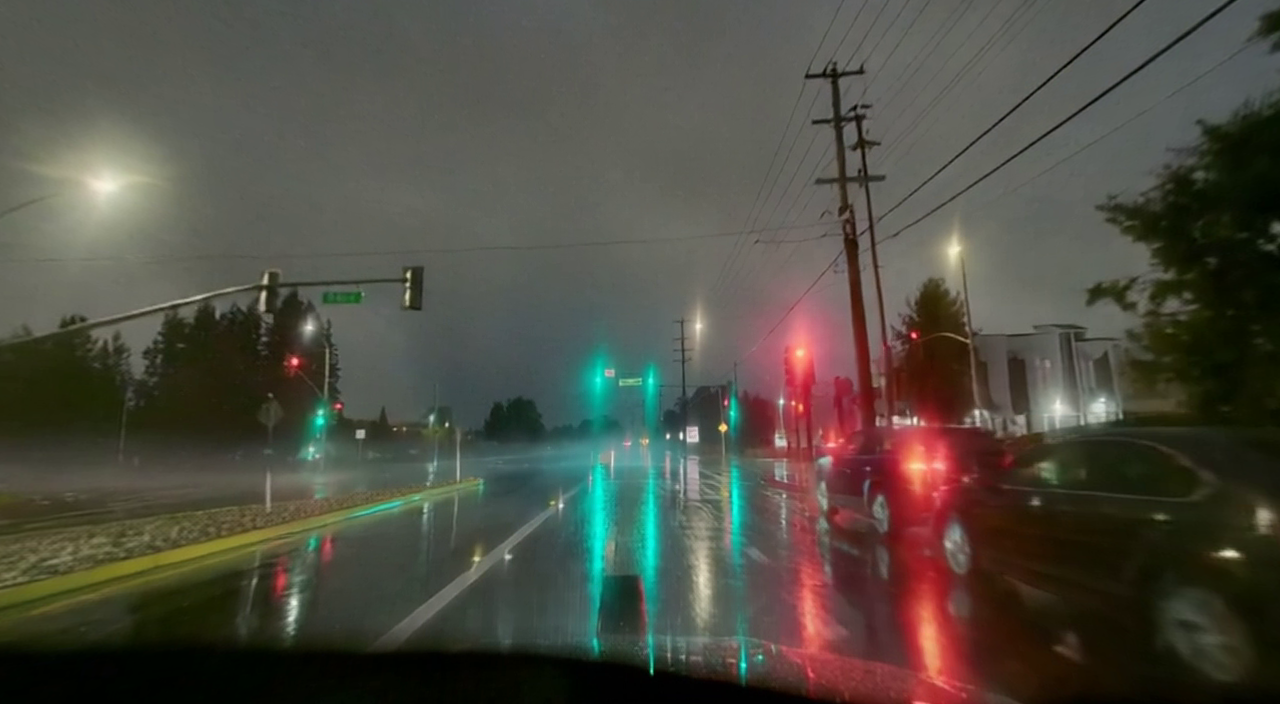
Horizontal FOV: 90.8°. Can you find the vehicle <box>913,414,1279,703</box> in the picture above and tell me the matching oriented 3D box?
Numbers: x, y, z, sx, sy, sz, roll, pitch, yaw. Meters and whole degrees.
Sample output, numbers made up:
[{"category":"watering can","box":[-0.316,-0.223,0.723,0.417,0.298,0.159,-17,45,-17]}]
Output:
[{"category":"vehicle","box":[3.961,1.264,4.634,1.833,1.444,4.589,0,-8,0]}]
